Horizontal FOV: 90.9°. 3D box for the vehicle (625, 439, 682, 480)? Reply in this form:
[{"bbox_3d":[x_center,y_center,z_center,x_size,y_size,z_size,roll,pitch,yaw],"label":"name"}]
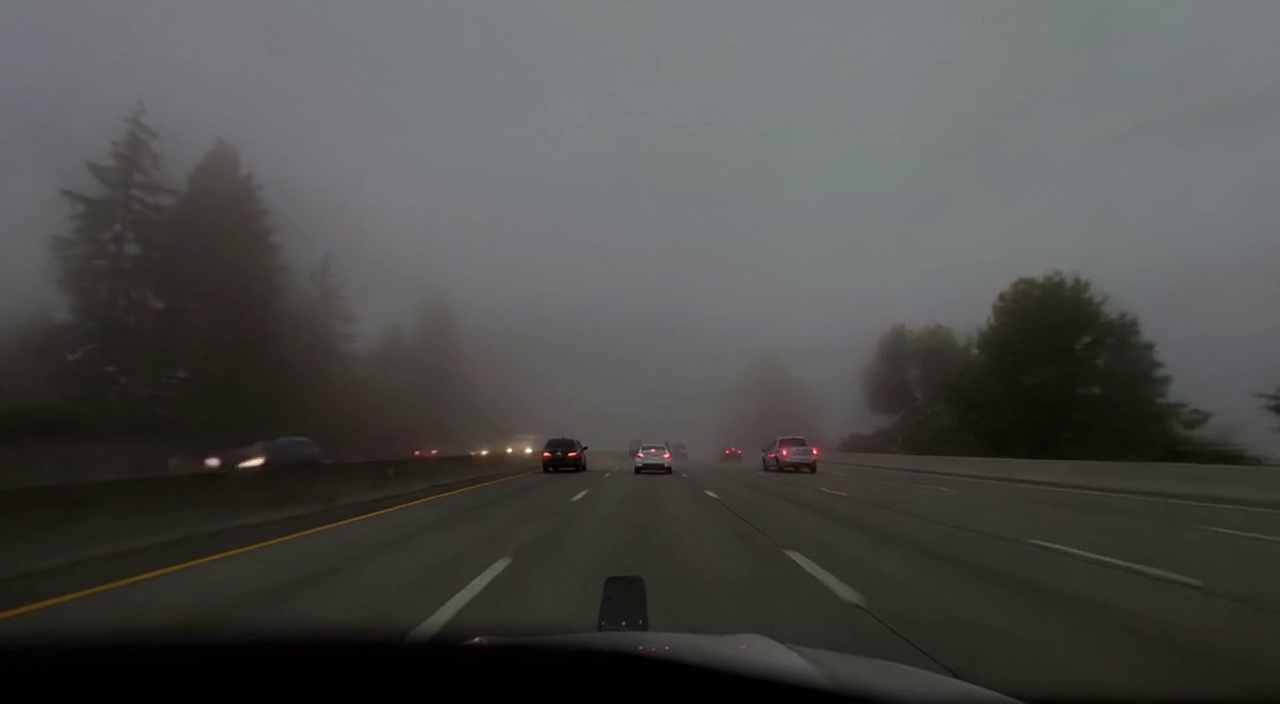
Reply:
[{"bbox_3d":[0.527,4.242,25.140,2.071,1.464,4.162,0,-8,1],"label":"vehicle"}]

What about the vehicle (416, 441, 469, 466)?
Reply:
[{"bbox_3d":[-15.289,7.881,49.214,2.186,1.863,5.744,0,-8,1],"label":"vehicle"}]

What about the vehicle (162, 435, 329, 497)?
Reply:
[{"bbox_3d":[-12.170,3.517,19.995,1.915,1.675,5.092,0,-8,1],"label":"vehicle"}]

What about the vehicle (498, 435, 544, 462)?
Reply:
[{"bbox_3d":[-8.736,7.157,46.949,2.251,1.900,5.551,0,-8,1],"label":"vehicle"}]

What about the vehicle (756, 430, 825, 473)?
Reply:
[{"bbox_3d":[7.216,4.855,30.894,2.094,1.916,5.099,0,-8,0],"label":"vehicle"}]

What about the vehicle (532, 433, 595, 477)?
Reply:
[{"bbox_3d":[-3.248,4.490,27.709,2.140,1.720,4.410,0,-8,1],"label":"vehicle"}]
